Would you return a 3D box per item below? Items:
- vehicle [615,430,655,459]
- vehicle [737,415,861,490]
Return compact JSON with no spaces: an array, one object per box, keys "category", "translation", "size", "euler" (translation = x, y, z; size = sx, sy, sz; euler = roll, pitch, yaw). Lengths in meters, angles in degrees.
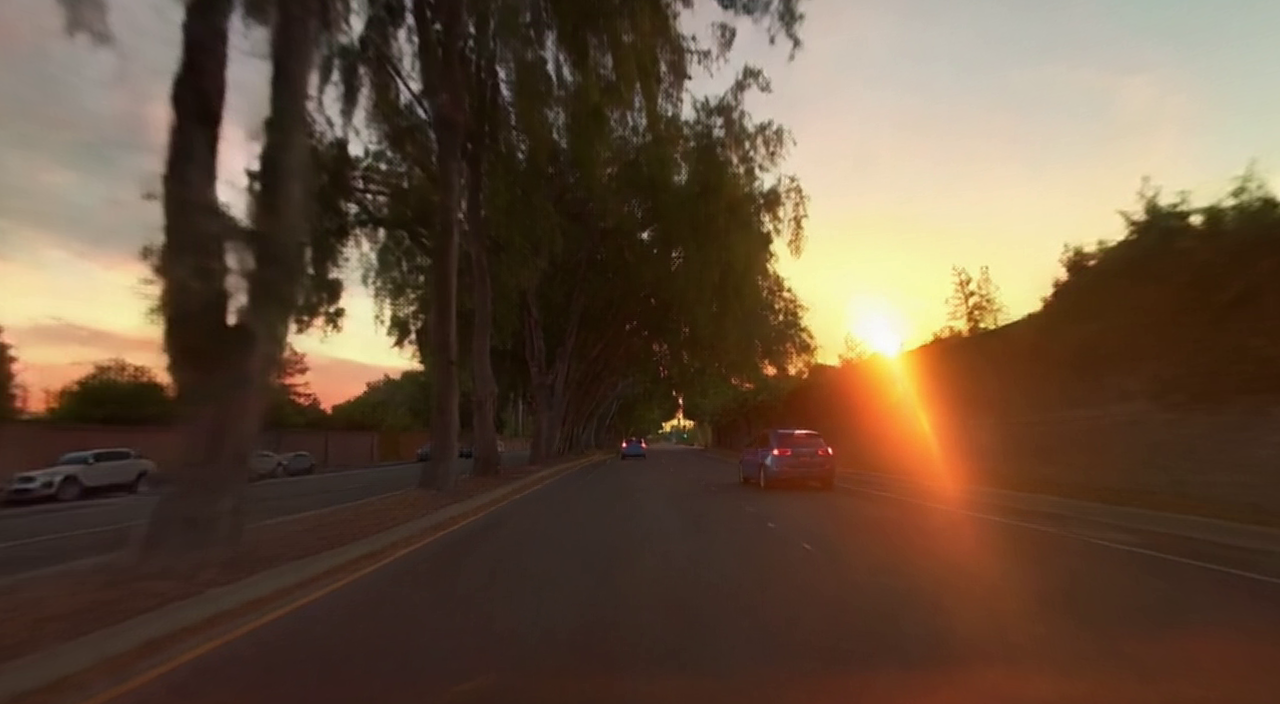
[{"category":"vehicle","translation":[-0.322,5.885,40.174],"size":[2.391,1.739,3.837],"euler":[-1,-8,-1]},{"category":"vehicle","translation":[4.116,2.694,17.231],"size":[2.155,1.752,4.456],"euler":[0,-8,-1]}]
